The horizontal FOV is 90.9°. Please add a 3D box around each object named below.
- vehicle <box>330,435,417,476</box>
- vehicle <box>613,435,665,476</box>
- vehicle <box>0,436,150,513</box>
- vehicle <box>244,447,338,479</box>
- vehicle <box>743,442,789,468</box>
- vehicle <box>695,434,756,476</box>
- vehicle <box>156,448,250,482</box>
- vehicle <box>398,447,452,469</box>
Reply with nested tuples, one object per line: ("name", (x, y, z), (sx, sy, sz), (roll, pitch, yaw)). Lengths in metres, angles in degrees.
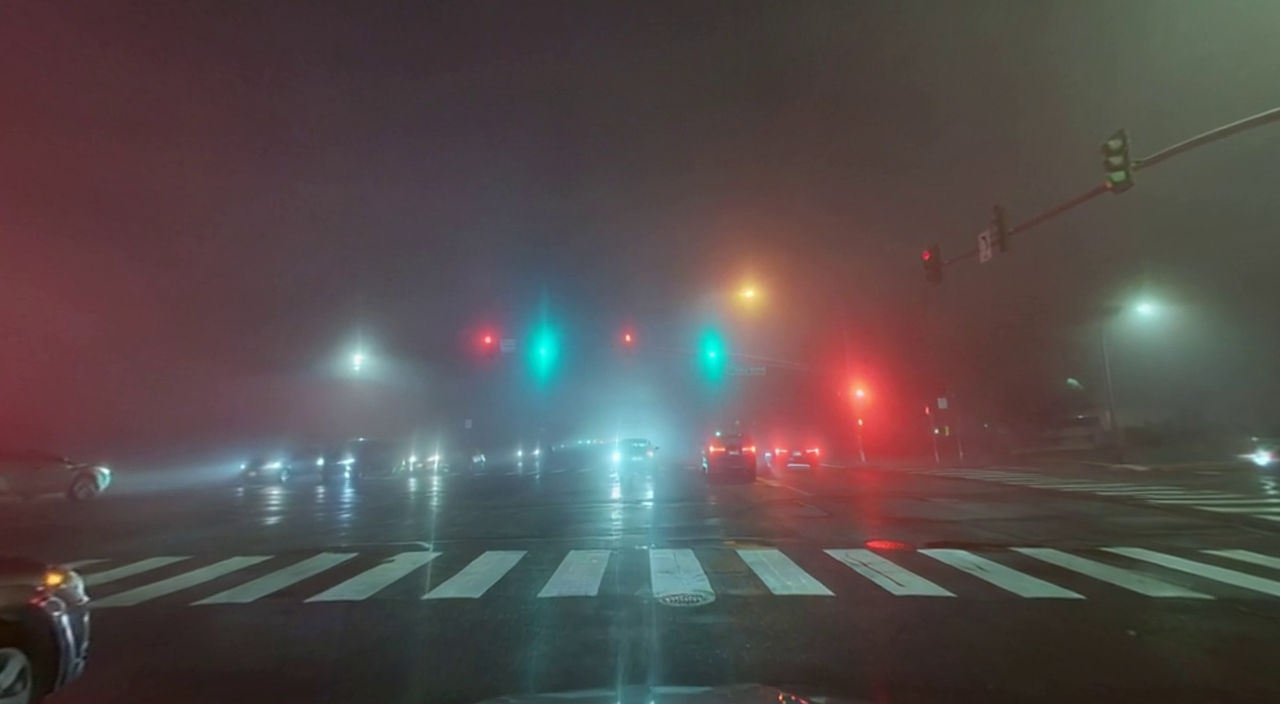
("vehicle", (-14.014, 5.467, 33.604), (2.196, 1.961, 5.359), (0, -8, 1))
("vehicle", (-0.052, 4.715, 28.956), (2.215, 1.749, 3.976), (0, -8, 0))
("vehicle", (-14.340, 2.753, 14.390), (4.556, 1.639, 2.052), (4, -9, -28))
("vehicle", (-17.566, 5.590, 32.002), (2.086, 1.458, 4.457), (-1, -8, 2))
("vehicle", (7.269, 5.971, 36.735), (1.847, 1.432, 4.039), (0, -8, -1))
("vehicle", (3.729, 4.581, 28.217), (2.097, 1.707, 4.461), (0, -8, 0))
("vehicle", (-20.803, 5.370, 30.188), (1.800, 1.511, 3.631), (0, -8, 1))
("vehicle", (-14.081, 6.967, 41.520), (1.926, 1.325, 4.162), (0, -8, 2))
